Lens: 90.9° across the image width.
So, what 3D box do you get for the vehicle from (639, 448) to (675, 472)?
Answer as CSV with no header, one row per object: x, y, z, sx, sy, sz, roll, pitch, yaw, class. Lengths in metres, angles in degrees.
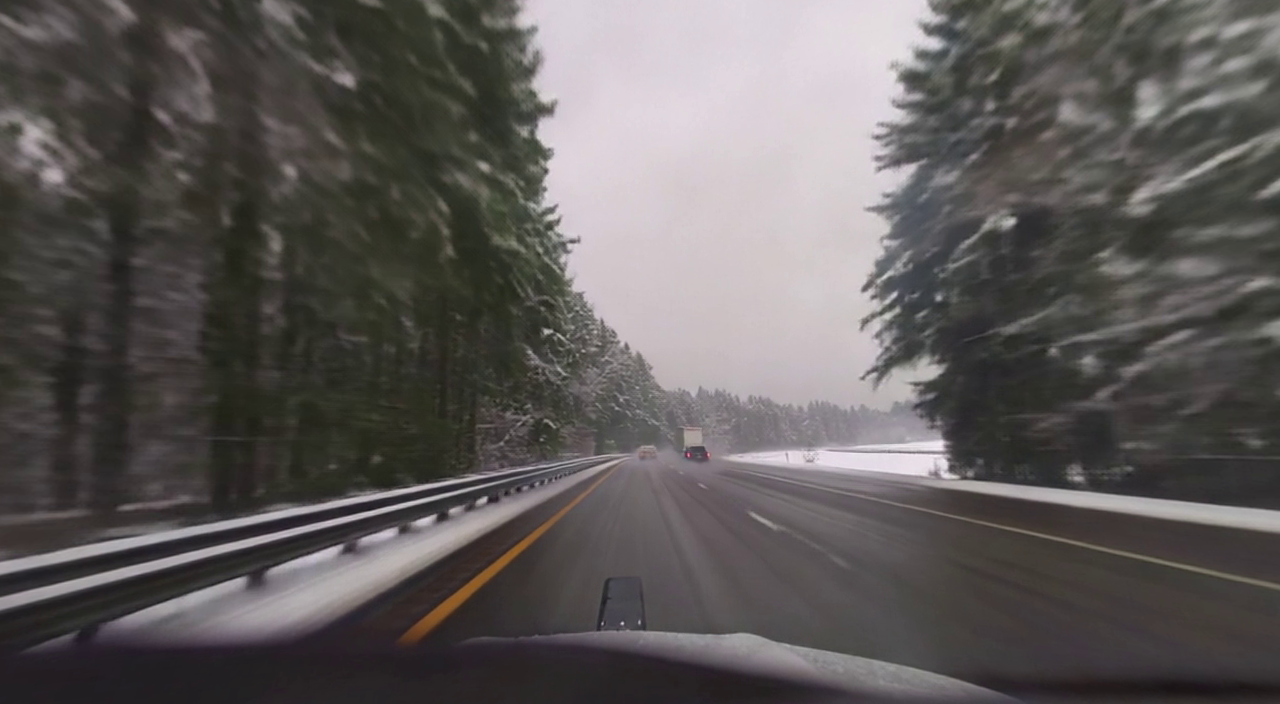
1.076,7.010,41.026,2.162,1.492,3.975,0,-9,-1,vehicle

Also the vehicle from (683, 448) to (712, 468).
4.437,8.264,49.100,1.846,1.485,3.679,0,-9,-1,vehicle
